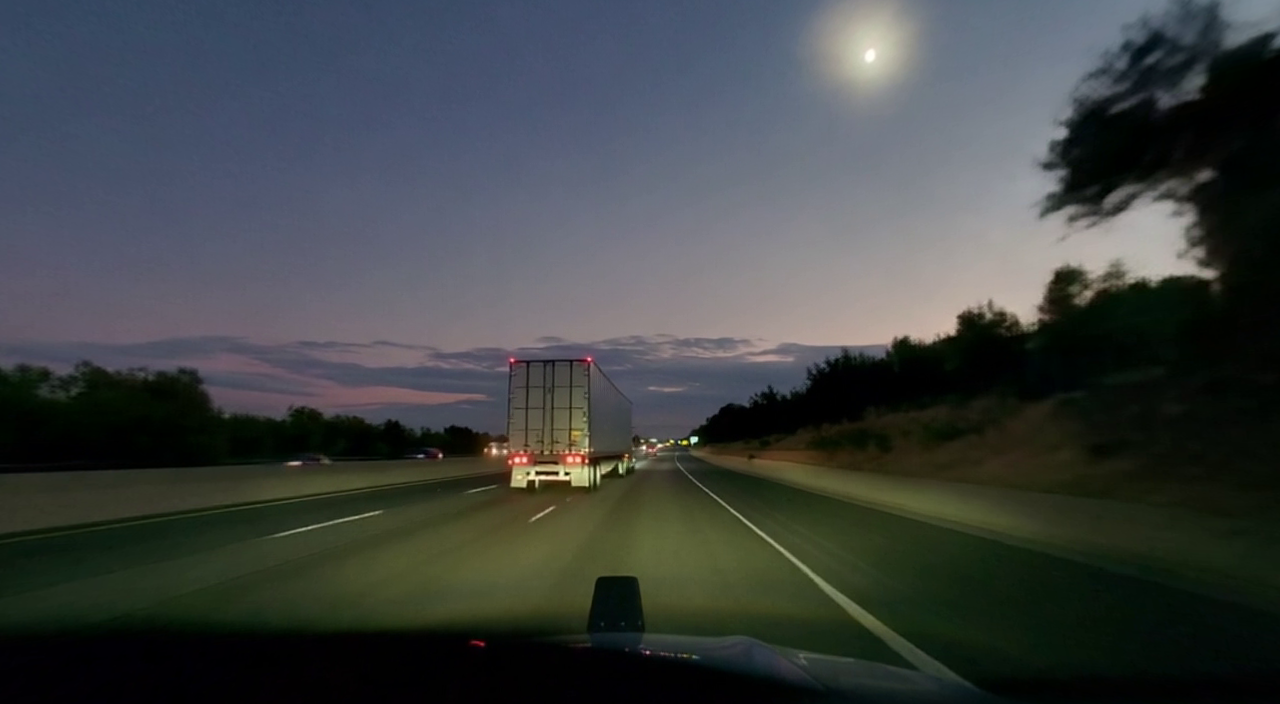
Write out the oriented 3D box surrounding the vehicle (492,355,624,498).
[{"bbox_3d":[-2.506,3.213,25.230,2.851,4.098,14.436,0,-9,2],"label":"vehicle"}]
